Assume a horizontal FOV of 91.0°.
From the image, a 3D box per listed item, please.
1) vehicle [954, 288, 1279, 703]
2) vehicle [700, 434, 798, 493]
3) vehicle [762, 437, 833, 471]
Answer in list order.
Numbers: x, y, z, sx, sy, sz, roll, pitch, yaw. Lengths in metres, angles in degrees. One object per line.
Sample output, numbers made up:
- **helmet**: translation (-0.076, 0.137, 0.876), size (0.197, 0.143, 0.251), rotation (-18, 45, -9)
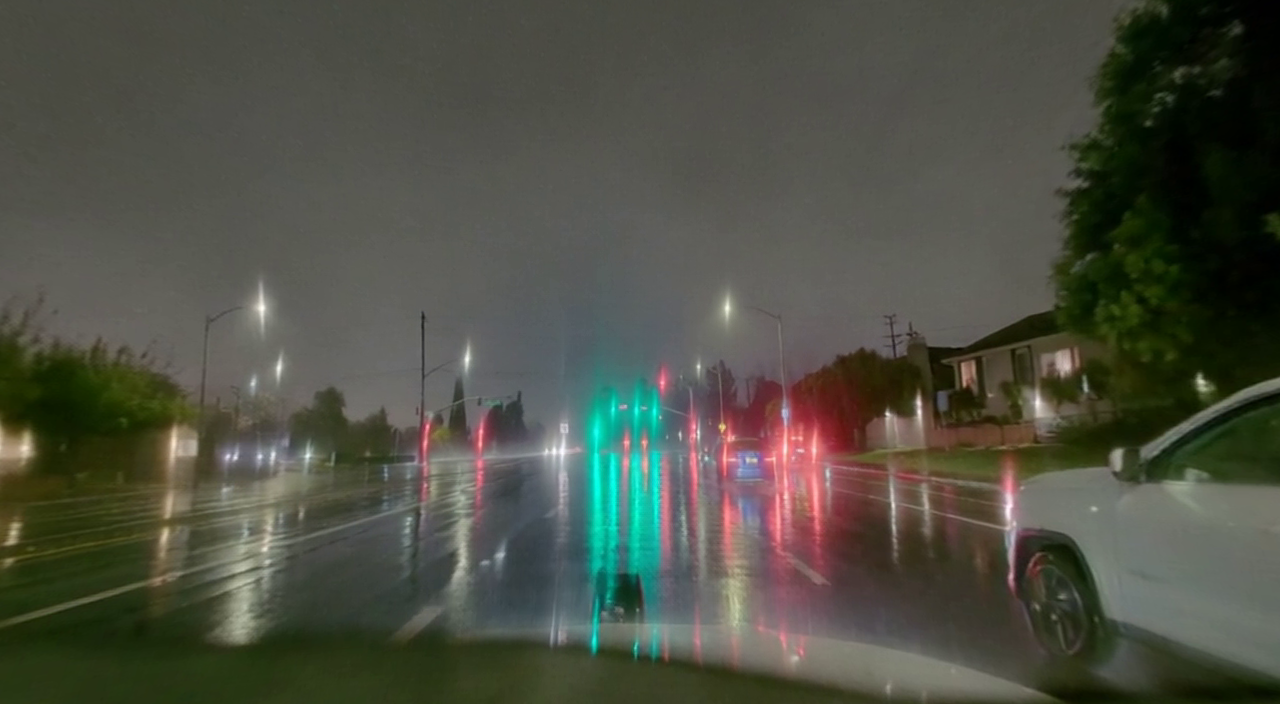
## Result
- **vehicle**: translation (3.061, 0.634, 1.602), size (2.129, 1.761, 4.610), rotation (0, -9, 0)
- **vehicle**: translation (2.889, 3.058, 17.593), size (1.889, 1.451, 4.180), rotation (0, -9, -1)
- **vehicle**: translation (7.246, 4.747, 29.428), size (2.010, 1.421, 4.586), rotation (0, -9, -2)
